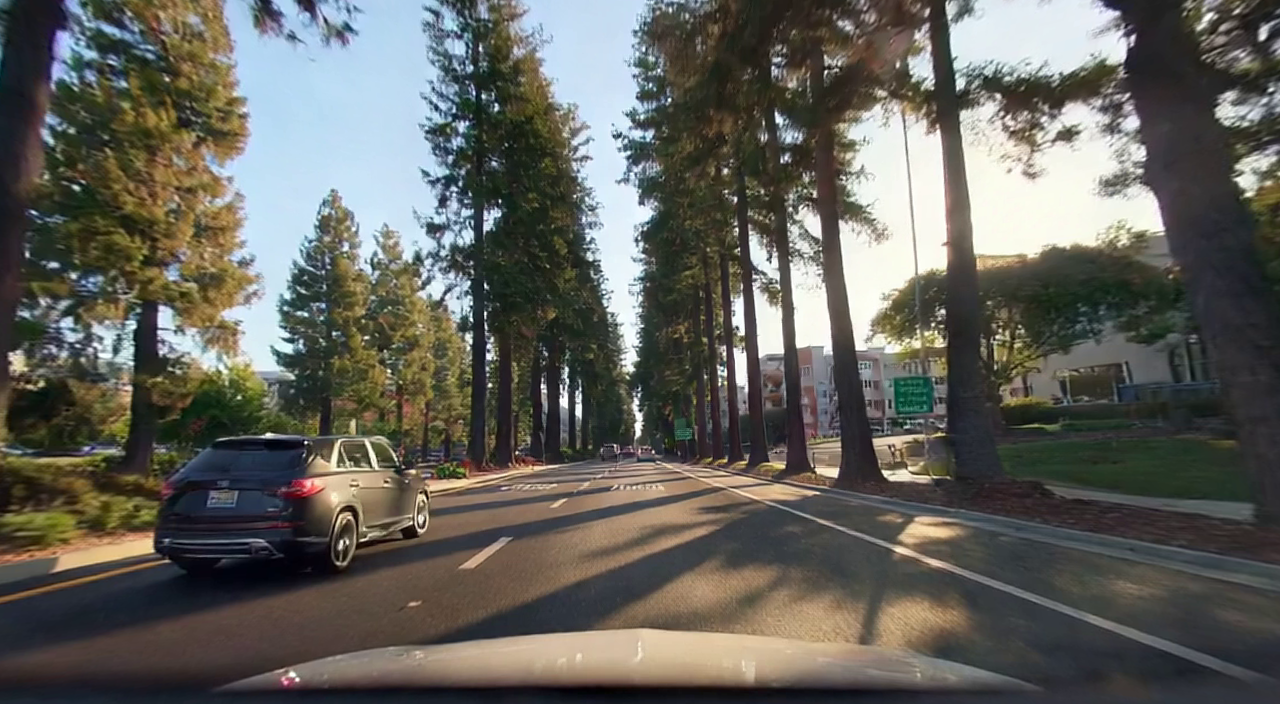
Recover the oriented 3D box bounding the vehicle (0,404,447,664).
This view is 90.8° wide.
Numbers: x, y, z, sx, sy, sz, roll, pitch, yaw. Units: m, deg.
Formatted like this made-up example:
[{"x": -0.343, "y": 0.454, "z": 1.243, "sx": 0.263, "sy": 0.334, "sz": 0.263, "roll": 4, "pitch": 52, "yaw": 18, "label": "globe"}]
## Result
[{"x": -3.483, "y": 1.433, "z": 6.050, "sx": 1.942, "sy": 1.588, "sz": 4.172, "roll": 0, "pitch": -9, "yaw": 0, "label": "vehicle"}]
